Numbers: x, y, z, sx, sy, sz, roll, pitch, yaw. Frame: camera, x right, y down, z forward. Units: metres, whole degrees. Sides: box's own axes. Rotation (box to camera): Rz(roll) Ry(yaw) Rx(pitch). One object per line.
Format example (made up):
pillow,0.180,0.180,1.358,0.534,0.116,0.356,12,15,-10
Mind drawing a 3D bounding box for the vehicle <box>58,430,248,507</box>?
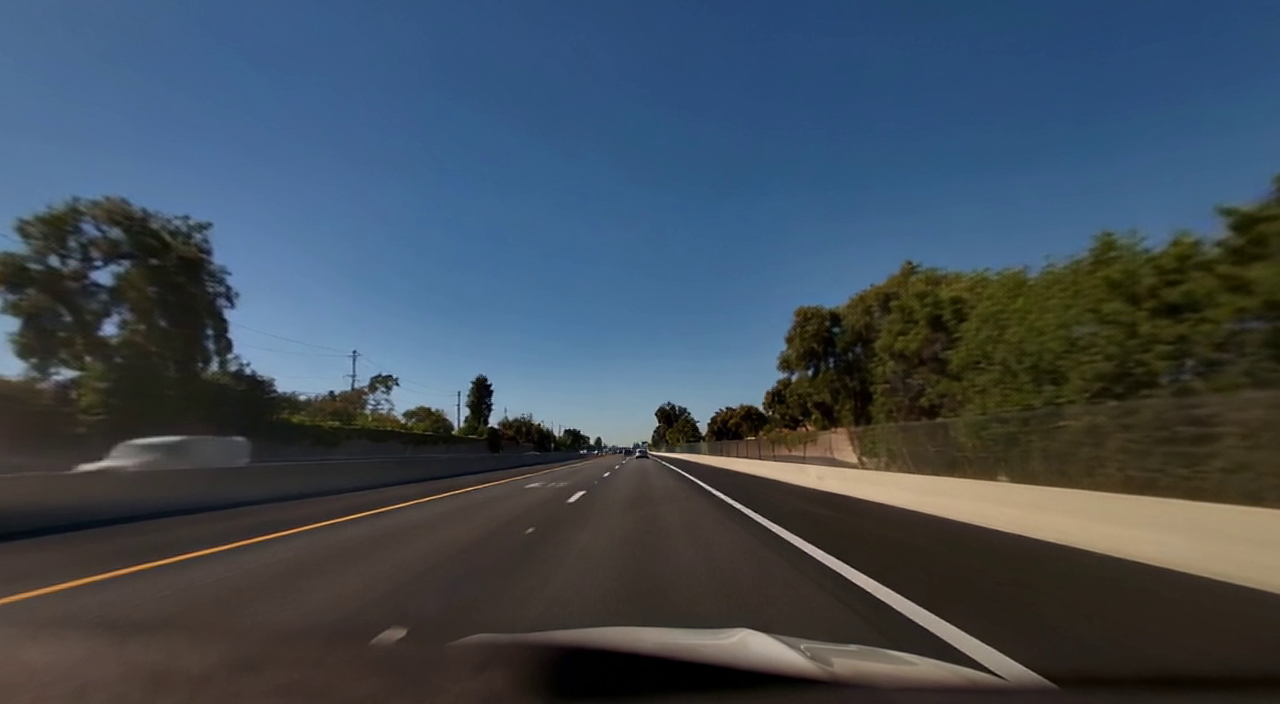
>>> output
vehicle,-16.092,3.858,21.368,2.224,2.271,5.154,0,-9,1
